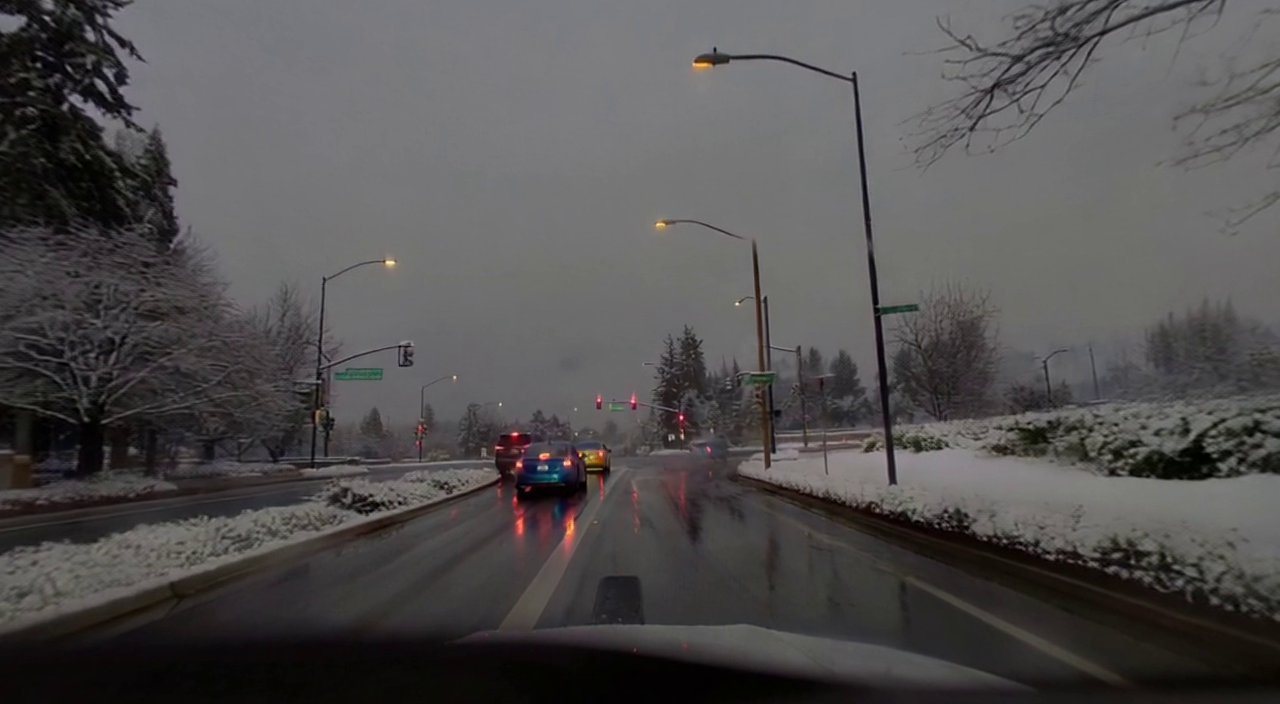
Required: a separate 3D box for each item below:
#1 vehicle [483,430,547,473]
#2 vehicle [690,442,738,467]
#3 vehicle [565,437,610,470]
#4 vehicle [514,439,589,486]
[{"bbox_3d":[-6.268,5.073,32.348,2.390,2.020,5.085,0,-9,-2],"label":"vehicle"},{"bbox_3d":[4.507,6.136,38.055,1.945,1.410,4.284,-3,-9,19],"label":"vehicle"},{"bbox_3d":[-2.789,5.546,34.667,2.055,1.679,4.155,0,-9,1],"label":"vehicle"},{"bbox_3d":[-2.974,3.834,22.145,1.979,1.492,3.930,0,-9,1],"label":"vehicle"}]
